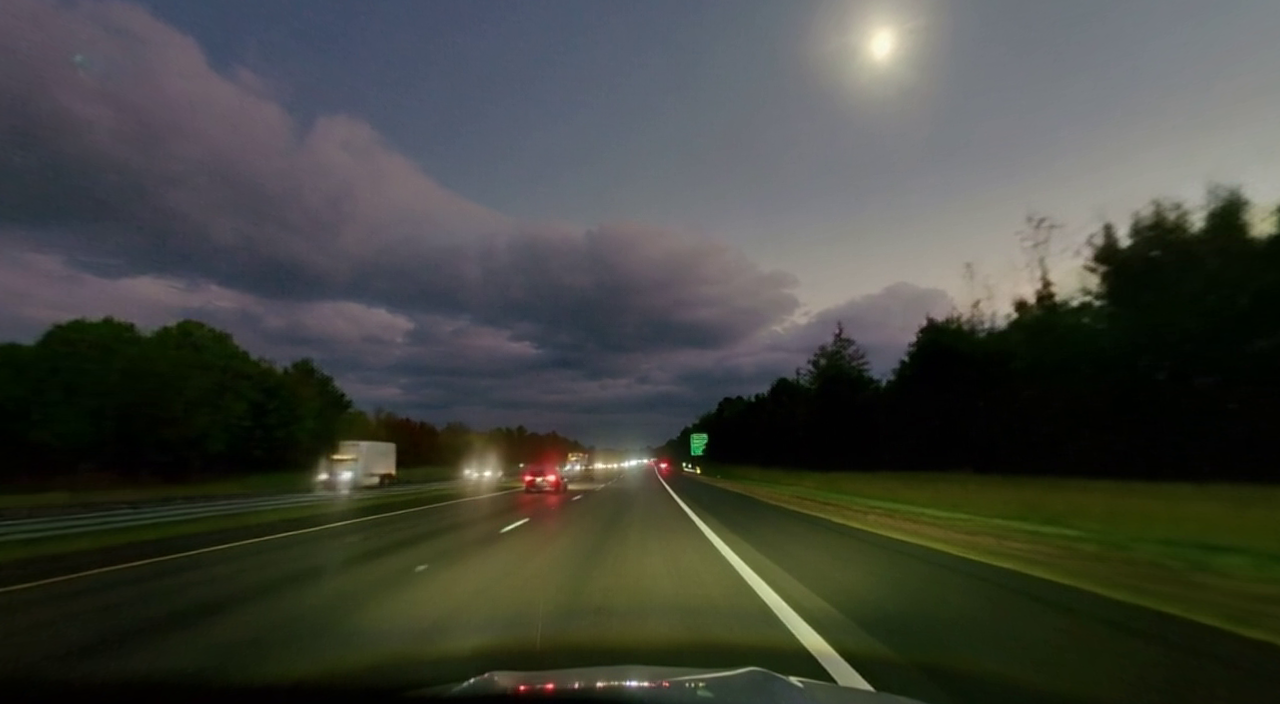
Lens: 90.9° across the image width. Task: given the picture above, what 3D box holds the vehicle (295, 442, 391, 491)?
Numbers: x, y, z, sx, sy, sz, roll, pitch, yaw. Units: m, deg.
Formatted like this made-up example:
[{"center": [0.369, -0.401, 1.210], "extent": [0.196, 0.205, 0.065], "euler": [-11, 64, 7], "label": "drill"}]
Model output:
[{"center": [-17.734, 6.944, 38.233], "extent": [2.261, 2.667, 7.060], "euler": [0, -10, 1], "label": "vehicle"}]

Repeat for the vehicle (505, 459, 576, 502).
[{"center": [-3.788, 5.019, 24.883], "extent": [2.043, 1.486, 4.442], "euler": [0, -10, 0], "label": "vehicle"}]
